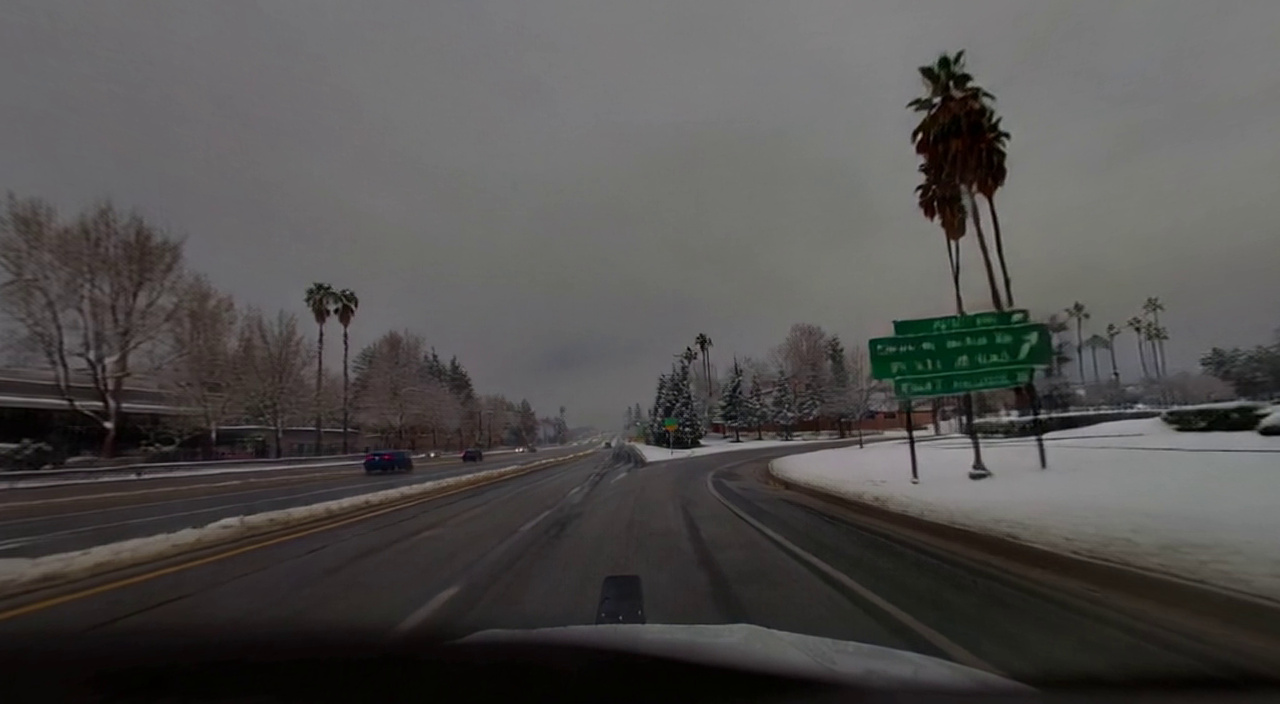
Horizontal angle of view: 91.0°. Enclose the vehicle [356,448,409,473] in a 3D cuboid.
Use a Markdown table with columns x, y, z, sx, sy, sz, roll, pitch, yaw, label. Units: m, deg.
| x | y | z | sx | sy | sz | roll | pitch | yaw | label |
| --- | --- | --- | --- | --- | --- | --- | --- | --- | --- |
| -19.290 | 8.133 | 47.377 | 2.086 | 1.706 | 4.412 | 0 | -9 | 1 | vehicle |
